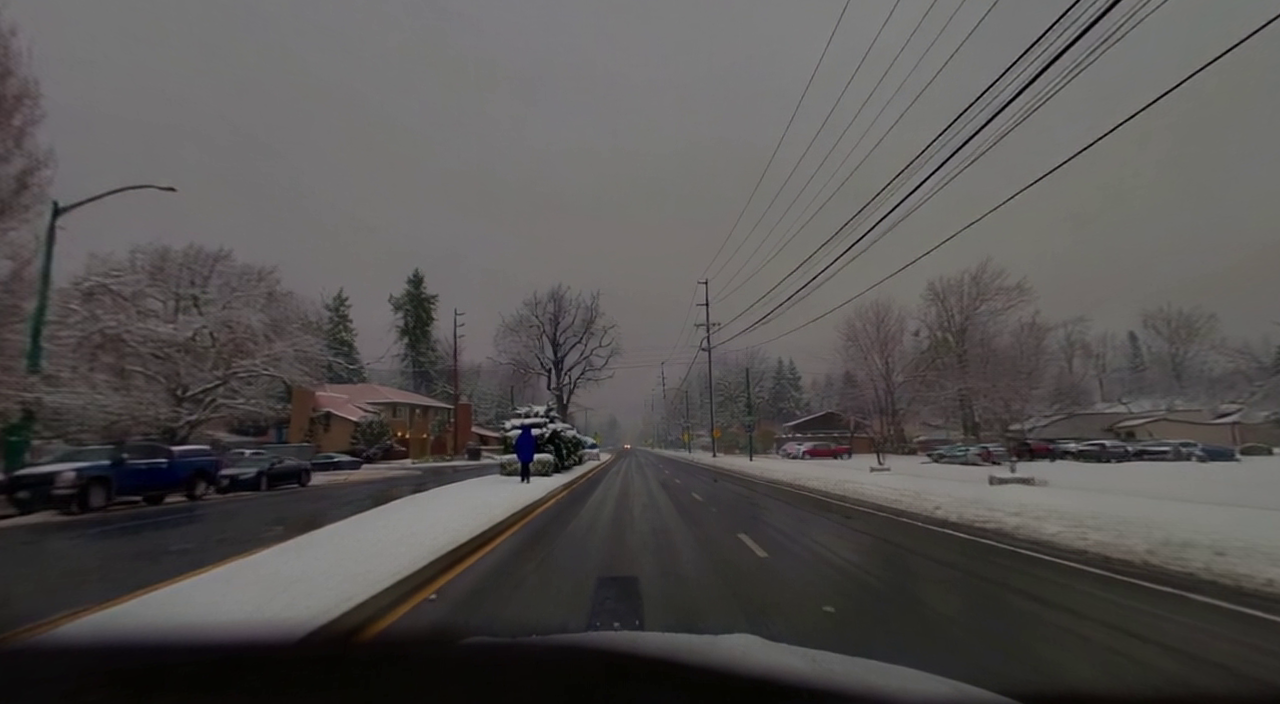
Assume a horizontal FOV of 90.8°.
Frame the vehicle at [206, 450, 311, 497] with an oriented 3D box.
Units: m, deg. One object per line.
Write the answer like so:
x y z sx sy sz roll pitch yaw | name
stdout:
-15.453 4.897 25.908 2.106 1.517 4.632 -3 -8 -10 | vehicle

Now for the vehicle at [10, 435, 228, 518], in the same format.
-15.059 3.572 18.782 2.298 1.979 4.920 -3 -9 0 | vehicle

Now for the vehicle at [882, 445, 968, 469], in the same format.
17.473 6.470 38.896 4.246 1.427 2.055 0 -9 0 | vehicle

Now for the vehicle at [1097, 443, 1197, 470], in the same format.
33.127 6.811 41.449 1.974 1.647 4.721 2 -9 -15 | vehicle

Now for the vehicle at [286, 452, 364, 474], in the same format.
-21.865 7.698 44.017 4.354 1.450 2.043 2 -9 -10 | vehicle

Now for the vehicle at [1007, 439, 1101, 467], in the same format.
31.318 7.623 48.011 2.206 1.971 5.600 3 -9 -20 | vehicle
